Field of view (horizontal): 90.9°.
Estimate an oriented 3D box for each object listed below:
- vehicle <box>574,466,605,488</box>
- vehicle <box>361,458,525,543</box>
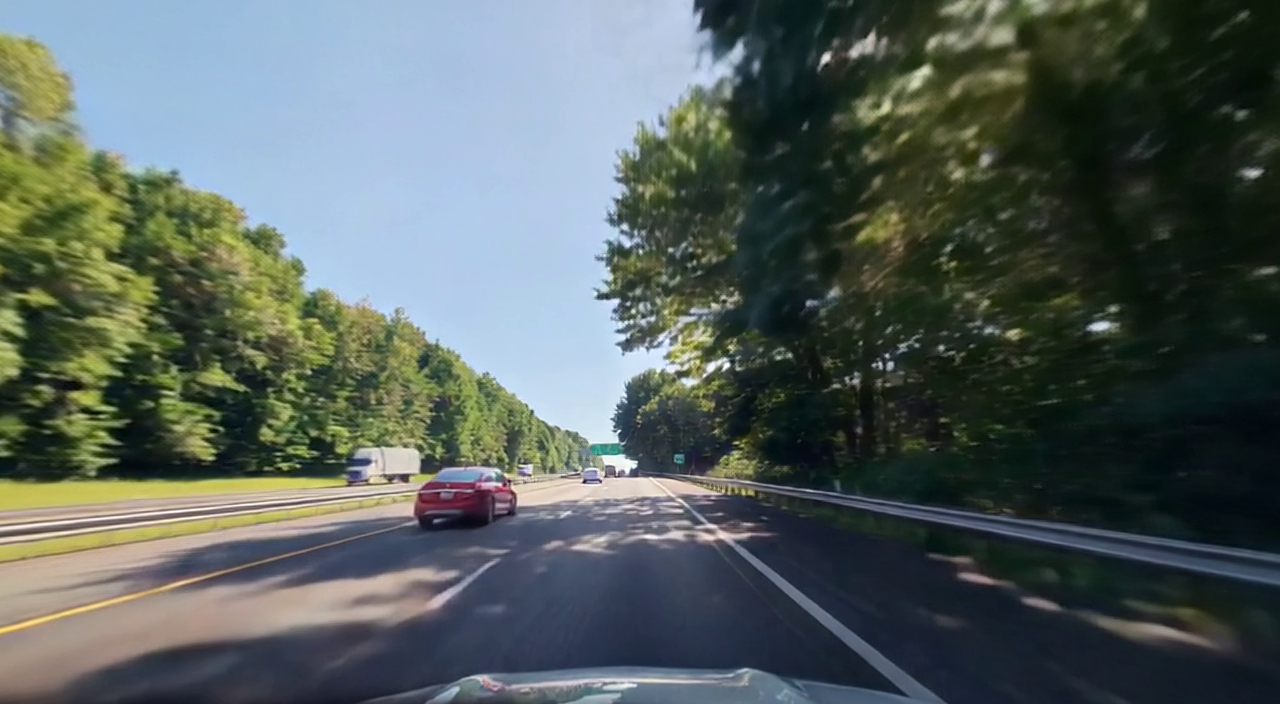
[{"bbox_3d":[-3.680,9.241,46.662,1.954,1.509,4.094,1,-11,0],"label":"vehicle"},{"bbox_3d":[-3.943,3.081,13.561,1.995,1.467,4.467,1,-10,1],"label":"vehicle"}]
